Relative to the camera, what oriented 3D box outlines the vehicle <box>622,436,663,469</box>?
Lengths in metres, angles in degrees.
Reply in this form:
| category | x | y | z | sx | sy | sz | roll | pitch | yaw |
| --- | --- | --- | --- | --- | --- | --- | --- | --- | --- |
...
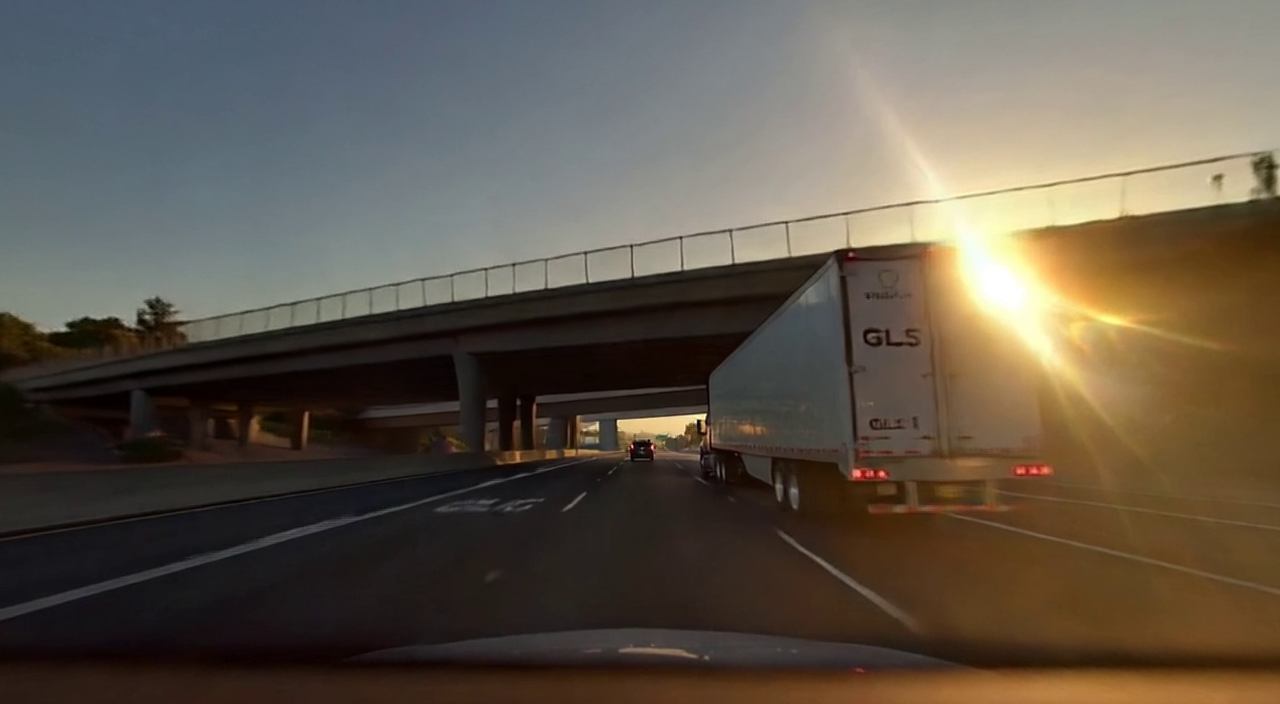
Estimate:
| category | x | y | z | sx | sy | sz | roll | pitch | yaw |
| --- | --- | --- | --- | --- | --- | --- | --- | --- | --- |
| vehicle | 0.142 | 5.328 | 33.621 | 2.050 | 1.654 | 4.192 | 0 | -8 | 0 |

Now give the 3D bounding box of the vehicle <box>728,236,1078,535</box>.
| category | x | y | z | sx | sy | sz | roll | pitch | yaw |
| --- | --- | --- | --- | --- | --- | --- | --- | --- | --- |
| vehicle | 4.219 | 1.133 | 13.675 | 3.014 | 4.068 | 10.359 | 0 | -8 | 0 |
